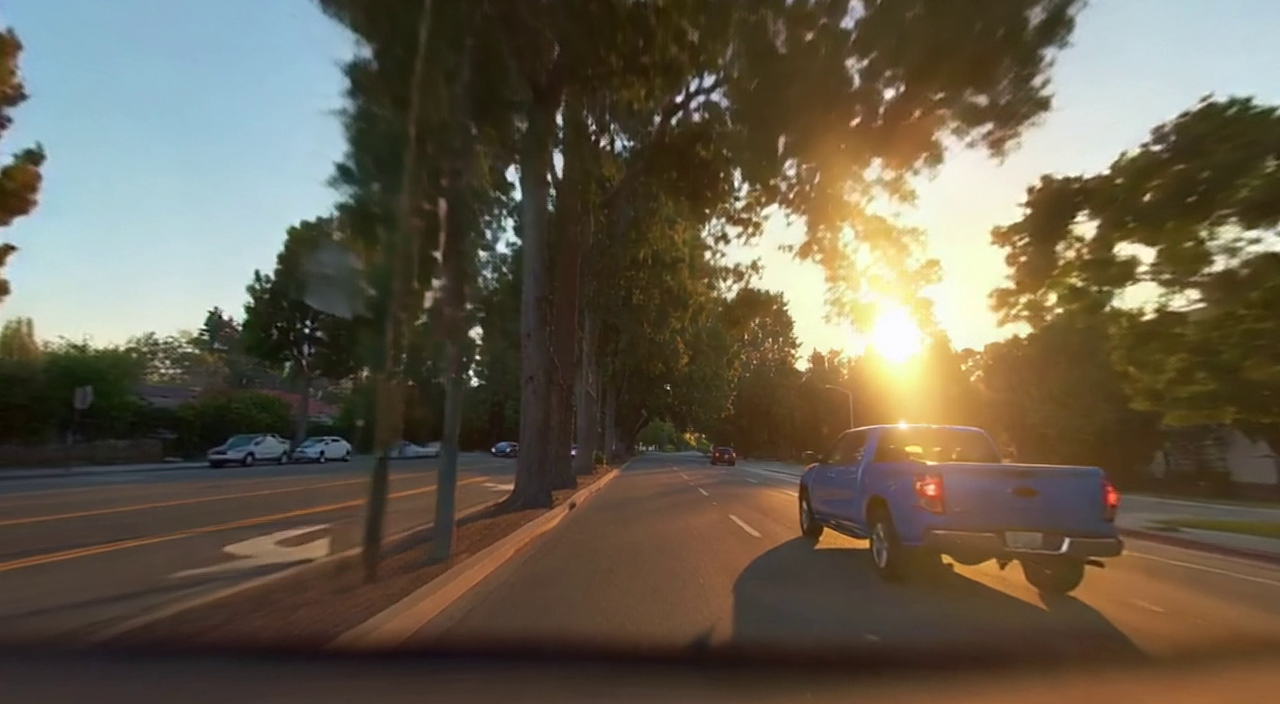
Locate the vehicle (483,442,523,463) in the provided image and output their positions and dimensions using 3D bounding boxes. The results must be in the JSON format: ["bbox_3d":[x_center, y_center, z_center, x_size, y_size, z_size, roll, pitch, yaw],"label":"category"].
[{"bbox_3d":[-10.414,7.644,48.133,1.999,1.519,4.249,0,-8,2],"label":"vehicle"}]

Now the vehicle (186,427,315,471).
[{"bbox_3d":[-18.344,4.639,30.148,2.398,1.883,5.729,0,-8,2],"label":"vehicle"}]

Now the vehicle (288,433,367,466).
[{"bbox_3d":[-18.143,5.698,36.891,2.051,1.821,4.721,0,-8,2],"label":"vehicle"}]

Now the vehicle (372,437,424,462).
[{"bbox_3d":[-18.193,7.370,47.612,2.025,1.766,4.620,0,-8,1],"label":"vehicle"}]

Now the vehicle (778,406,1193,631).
[{"bbox_3d":[3.176,1.624,7.238,2.108,1.712,4.616,0,-8,0],"label":"vehicle"}]
